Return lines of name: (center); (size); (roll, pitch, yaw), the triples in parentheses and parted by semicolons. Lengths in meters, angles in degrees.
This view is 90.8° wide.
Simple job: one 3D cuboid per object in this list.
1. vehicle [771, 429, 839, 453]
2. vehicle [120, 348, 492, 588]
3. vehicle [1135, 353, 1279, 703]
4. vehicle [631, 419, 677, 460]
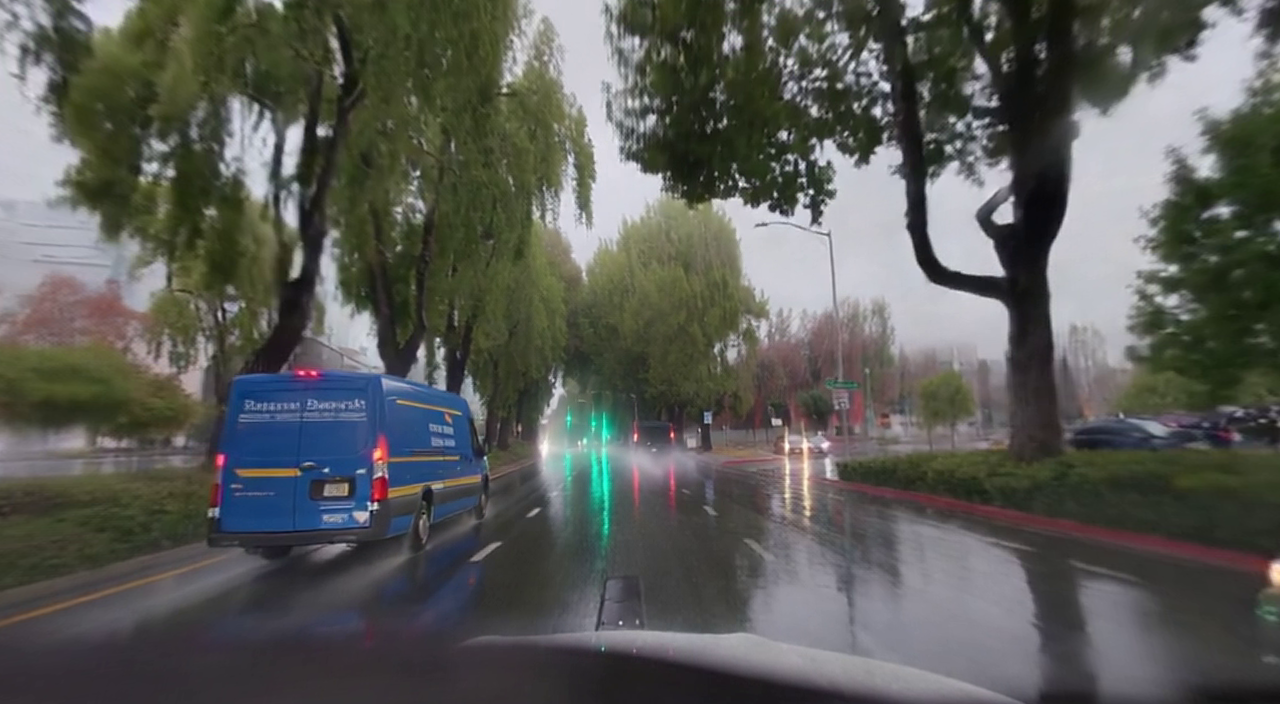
vehicle: (11.671, 6.328, 44.842); (4.117, 1.627, 2.086); (1, -9, -6)
vehicle: (-3.630, 1.396, 8.215); (2.420, 2.227, 4.499); (0, -8, -2)
vehicle: (3.785, 0.598, 1.068); (2.087, 1.658, 4.612); (0, -8, -1)
vehicle: (0.823, 5.887, 42.328); (2.397, 2.566, 5.324); (1, -9, -6)
